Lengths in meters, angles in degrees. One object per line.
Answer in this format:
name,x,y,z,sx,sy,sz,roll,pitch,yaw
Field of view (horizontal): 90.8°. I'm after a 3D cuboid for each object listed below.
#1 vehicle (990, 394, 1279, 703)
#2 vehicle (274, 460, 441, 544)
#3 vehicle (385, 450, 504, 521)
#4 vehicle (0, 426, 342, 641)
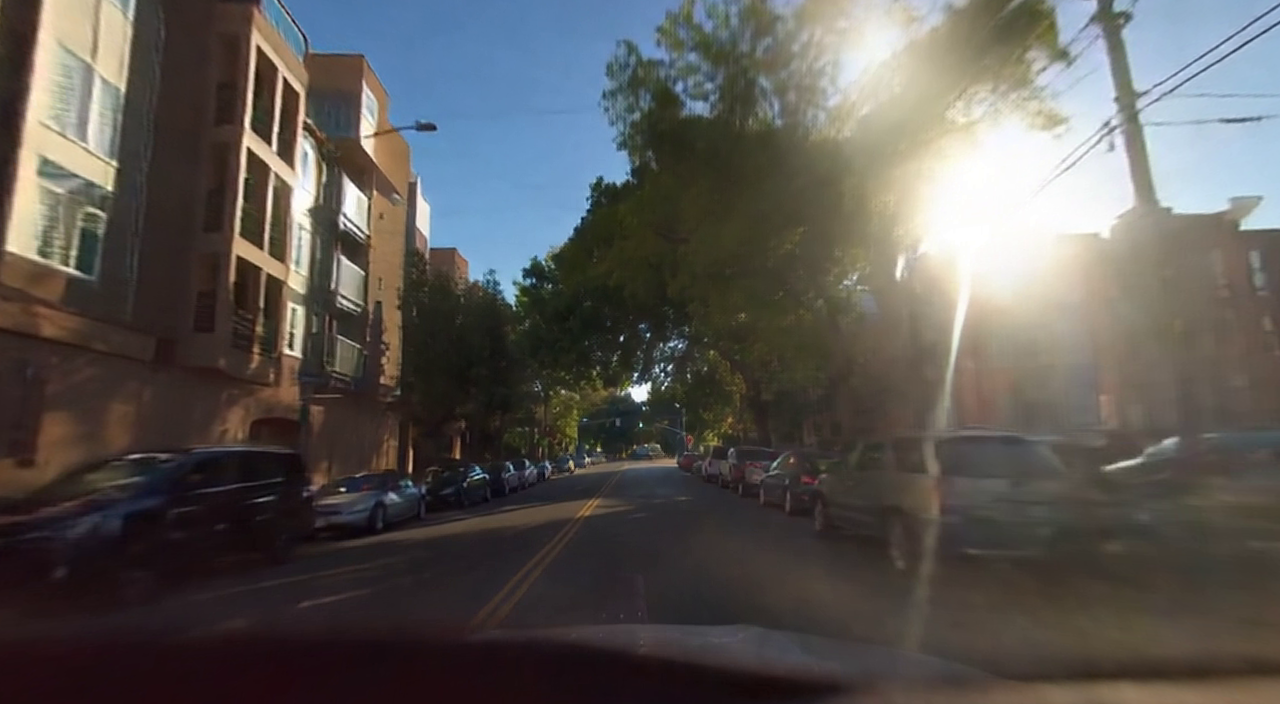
vehicle,3.856,1.026,2.879,1.924,1.657,4.665,-1,-9,2
vehicle,-6.054,3.224,14.196,1.765,1.426,4.349,-4,-9,0
vehicle,-5.987,4.108,19.993,2.077,1.756,4.665,-7,-9,1
vehicle,-6.096,2.009,8.025,2.175,1.849,4.725,-4,-9,3
